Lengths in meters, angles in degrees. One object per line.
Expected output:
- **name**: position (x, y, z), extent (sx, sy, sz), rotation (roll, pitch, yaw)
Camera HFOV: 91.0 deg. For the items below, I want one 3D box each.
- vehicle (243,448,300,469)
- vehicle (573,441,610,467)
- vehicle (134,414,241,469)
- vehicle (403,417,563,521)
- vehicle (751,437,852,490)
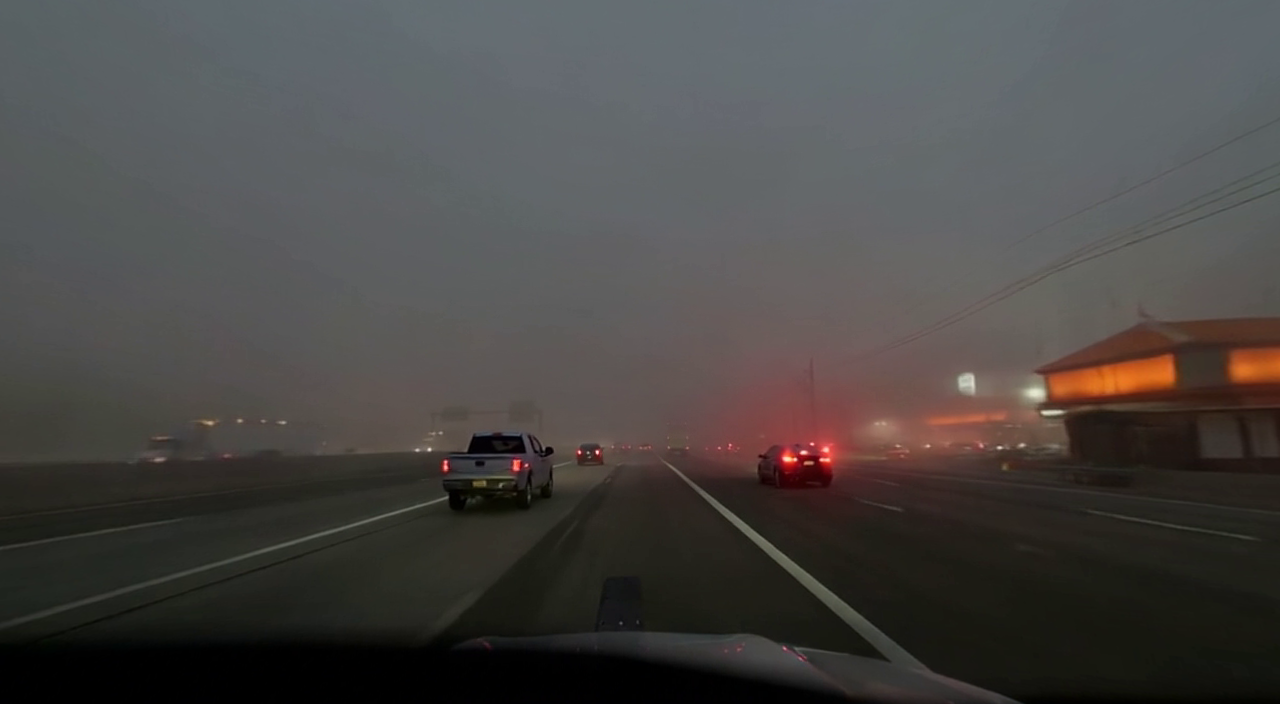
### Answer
- **vehicle**: position (-27.219, 7.858, 46.602), extent (1.709, 1.503, 3.892), rotation (0, -9, 3)
- **vehicle**: position (-2.941, 6.352, 39.230), extent (1.929, 1.521, 4.097), rotation (0, -9, 1)
- **vehicle**: position (-33.901, 6.737, 47.485), extent (3.197, 3.832, 6.015), rotation (0, -9, 2)
- **vehicle**: position (-3.040, 2.397, 13.379), extent (2.130, 1.799, 4.583), rotation (0, -9, 1)
- **vehicle**: position (5.016, 3.518, 20.225), extent (1.980, 1.501, 4.433), rotation (0, -9, -1)
